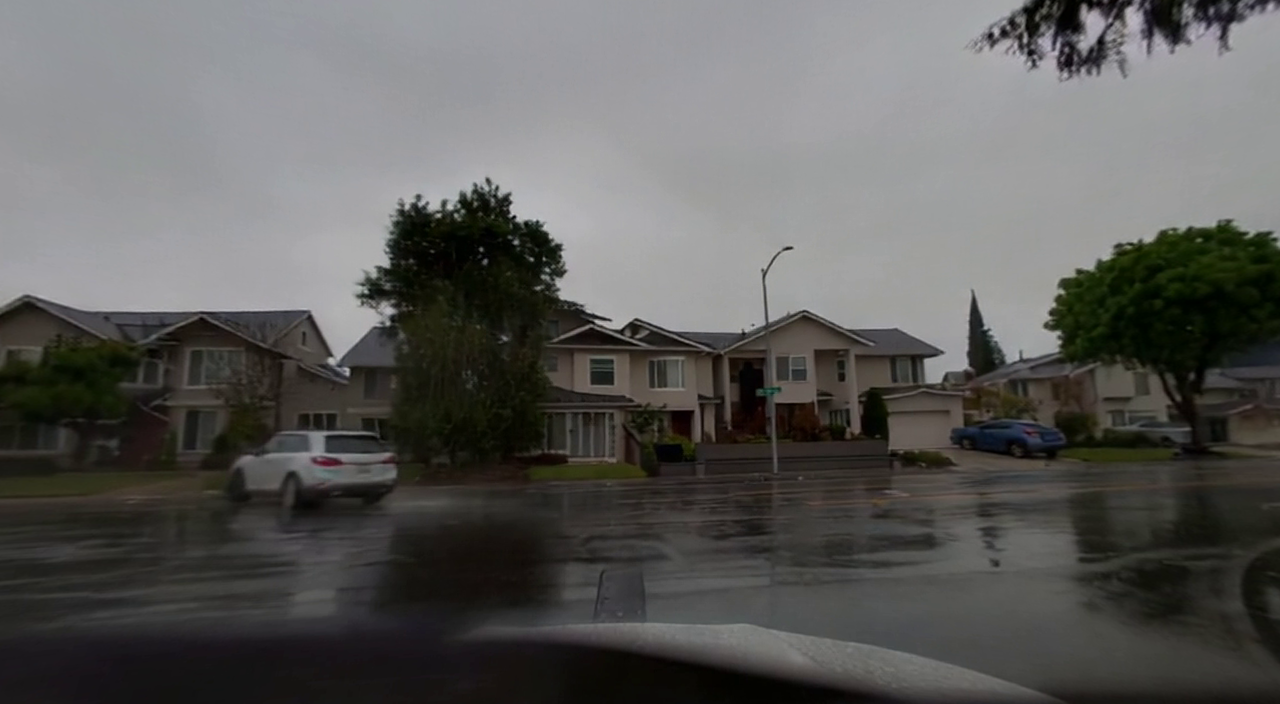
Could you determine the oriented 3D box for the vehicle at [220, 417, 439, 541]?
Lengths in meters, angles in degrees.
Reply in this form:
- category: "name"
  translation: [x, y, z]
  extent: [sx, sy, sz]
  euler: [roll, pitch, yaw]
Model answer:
- category: "vehicle"
  translation: [-5.557, 2.100, 11.072]
  extent: [2.145, 1.695, 4.210]
  euler: [8, -12, -43]
